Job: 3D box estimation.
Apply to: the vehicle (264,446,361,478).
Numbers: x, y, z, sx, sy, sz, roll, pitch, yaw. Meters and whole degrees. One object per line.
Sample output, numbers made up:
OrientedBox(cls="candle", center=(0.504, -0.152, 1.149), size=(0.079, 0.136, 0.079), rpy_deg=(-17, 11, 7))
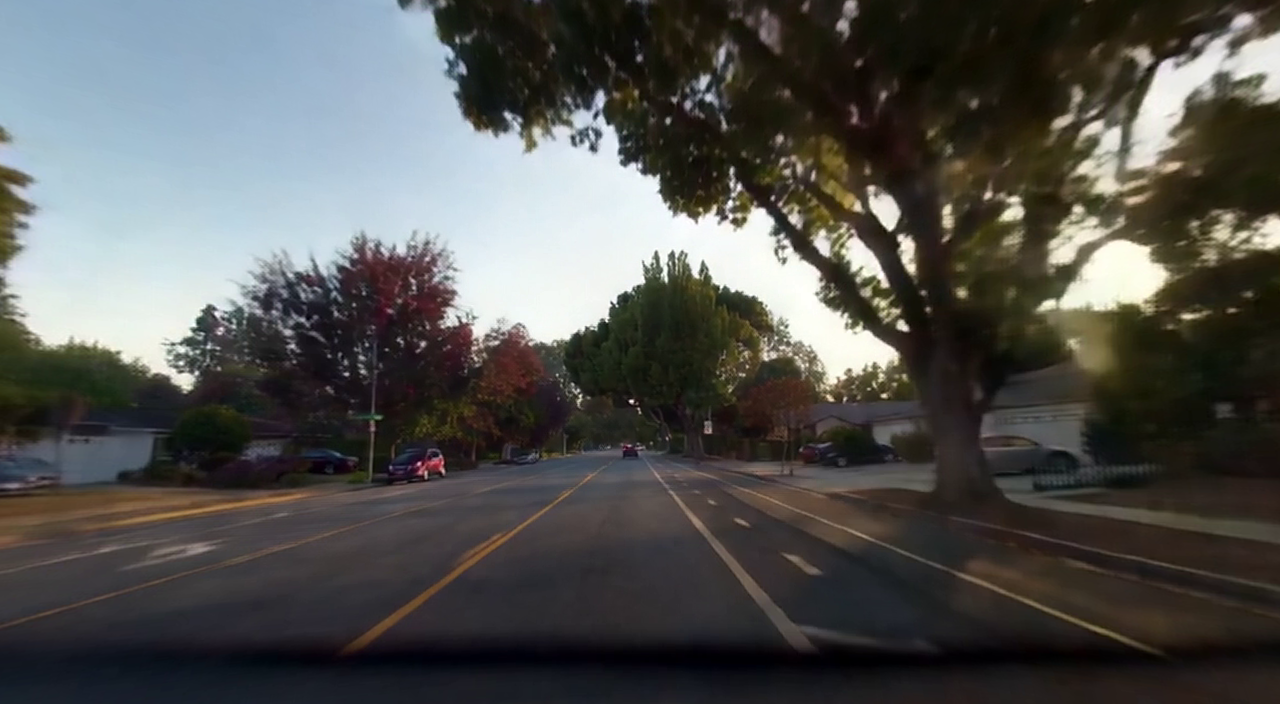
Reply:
OrientedBox(cls="vehicle", center=(-19.579, 6.580, 37.950), size=(4.668, 1.824, 1.999), rpy_deg=(0, -9, -1))

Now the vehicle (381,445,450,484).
OrientedBox(cls="vehicle", center=(-11.975, 6.041, 34.066), size=(2.062, 1.821, 4.880), rpy_deg=(-3, -10, -1))

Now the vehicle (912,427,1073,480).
OrientedBox(cls="vehicle", center=(12.020, 3.490, 21.813), size=(4.194, 1.680, 2.150), rpy_deg=(-1, -8, 1))
